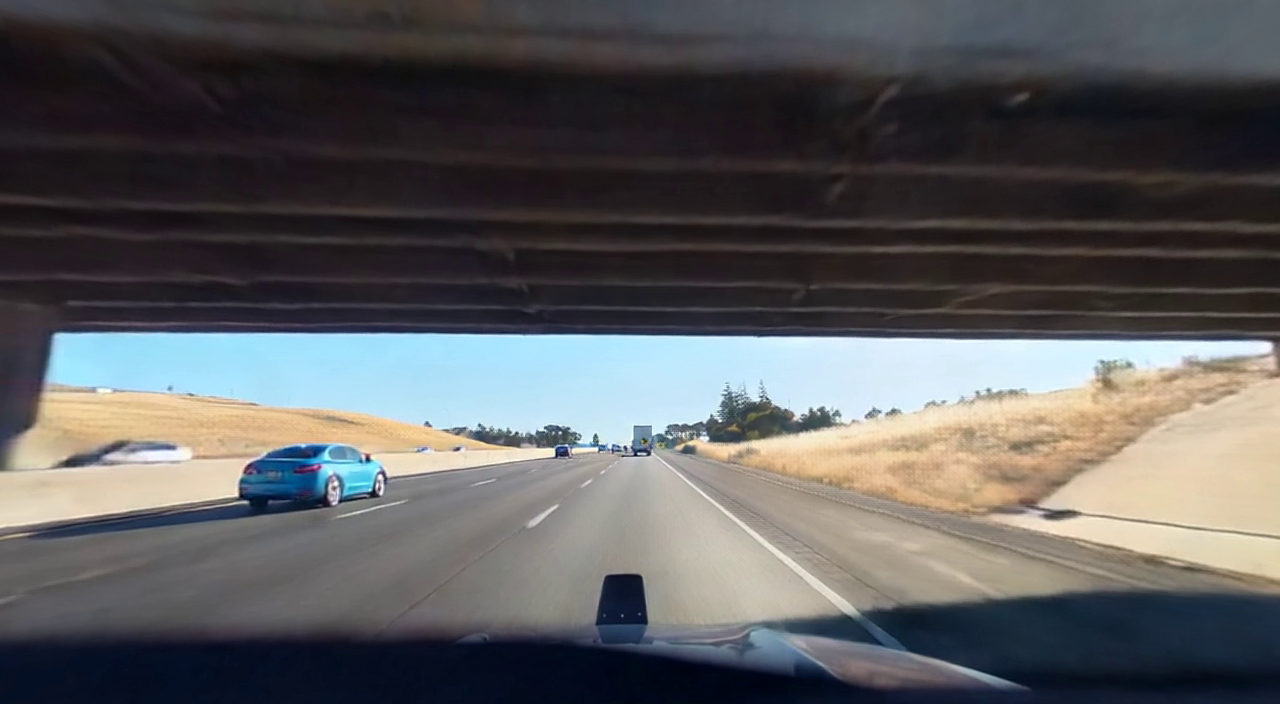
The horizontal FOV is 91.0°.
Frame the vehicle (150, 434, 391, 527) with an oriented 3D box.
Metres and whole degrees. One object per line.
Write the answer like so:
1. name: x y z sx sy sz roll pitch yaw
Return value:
1. vehicle: -7.075 2.484 12.836 2.096 1.541 4.610 0 -8 0
